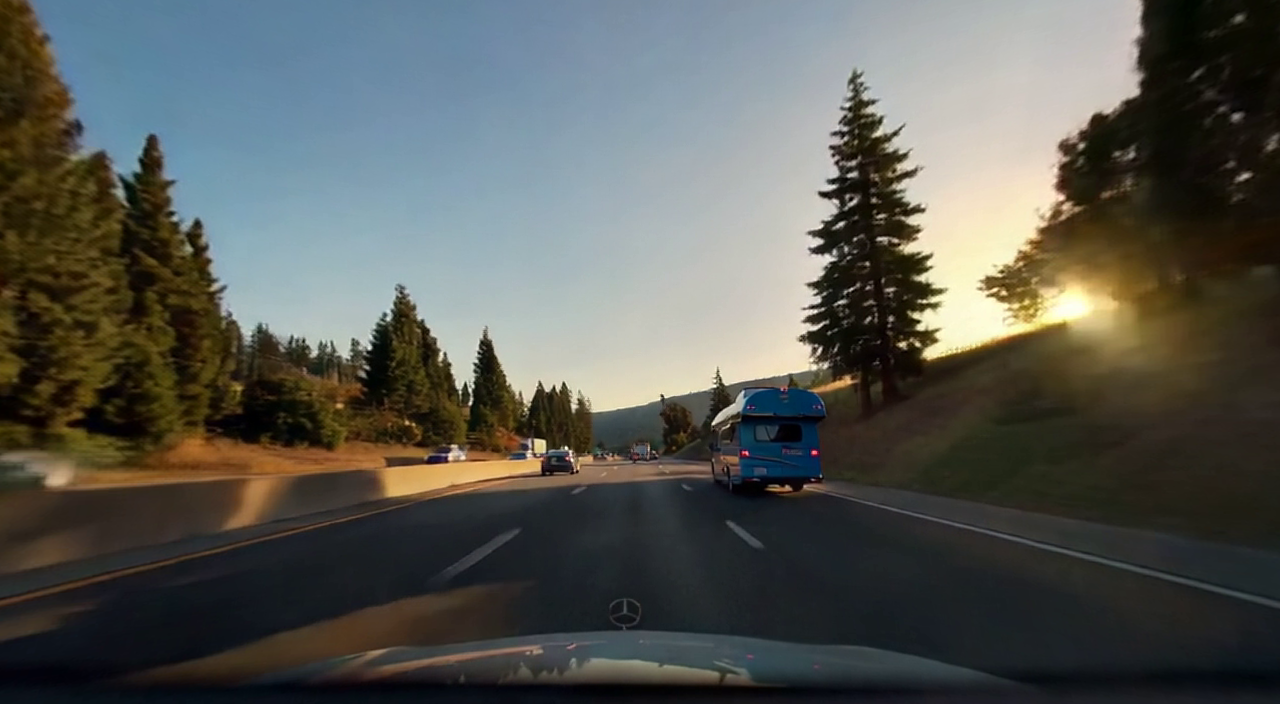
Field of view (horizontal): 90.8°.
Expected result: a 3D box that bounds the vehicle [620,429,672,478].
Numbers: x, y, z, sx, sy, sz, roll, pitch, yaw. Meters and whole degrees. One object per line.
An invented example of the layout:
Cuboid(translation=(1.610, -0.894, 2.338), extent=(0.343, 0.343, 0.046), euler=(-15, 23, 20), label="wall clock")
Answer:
Cuboid(translation=(0.280, 5.306, 33.084), extent=(2.524, 2.310, 4.986), euler=(0, -9, 0), label="vehicle")

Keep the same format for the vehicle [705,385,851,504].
Cuboid(translation=(3.779, 2.826, 19.247), extent=(2.607, 2.910, 7.252), euler=(0, -9, -2), label="vehicle")

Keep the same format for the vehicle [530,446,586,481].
Cuboid(translation=(-3.750, 5.218, 29.708), extent=(1.959, 1.502, 4.559), euler=(0, -9, 1), label="vehicle")
